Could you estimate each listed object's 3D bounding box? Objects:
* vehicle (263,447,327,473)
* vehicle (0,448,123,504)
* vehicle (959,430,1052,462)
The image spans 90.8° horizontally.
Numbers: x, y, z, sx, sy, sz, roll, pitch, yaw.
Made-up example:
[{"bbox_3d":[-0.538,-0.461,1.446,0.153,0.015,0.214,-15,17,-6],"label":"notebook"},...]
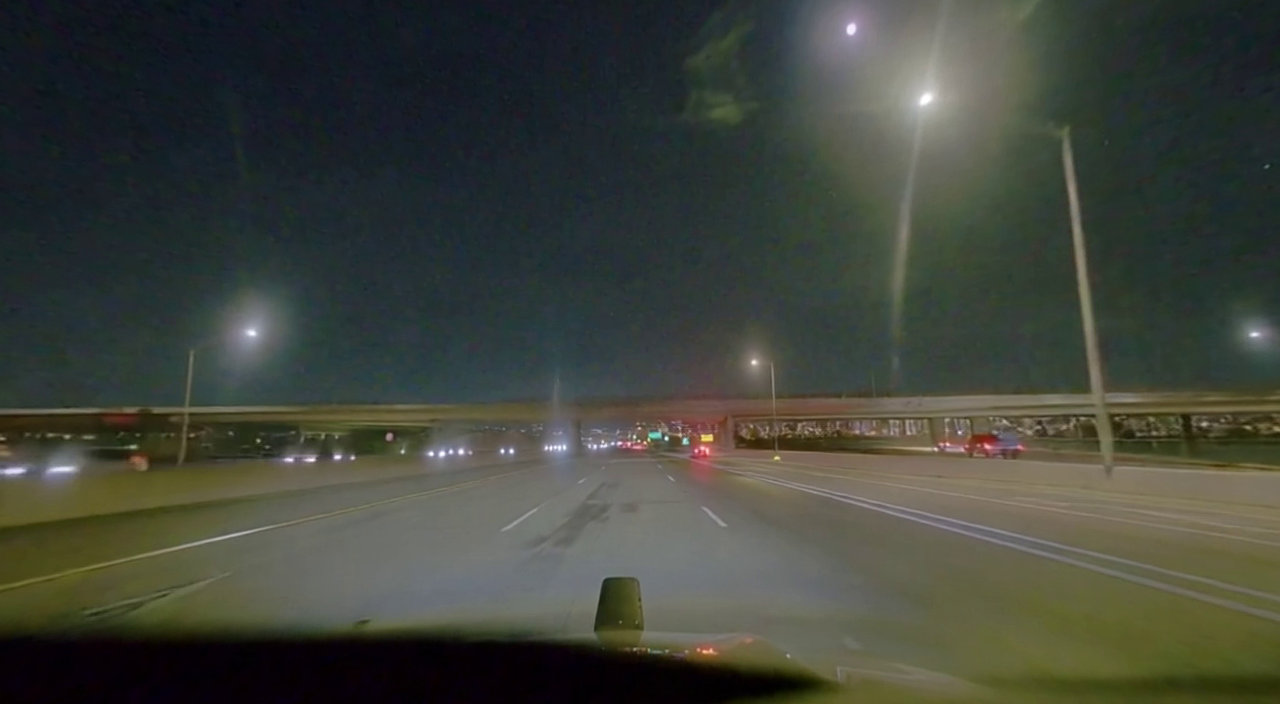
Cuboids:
[{"bbox_3d":[-22.018,6.849,40.486,1.825,1.556,4.203,0,-9,-1],"label":"vehicle"},{"bbox_3d":[-18.389,3.647,18.952,1.871,1.497,4.589,0,-9,-1],"label":"vehicle"},{"bbox_3d":[18.566,4.825,32.380,1.916,1.508,4.485,0,-9,-2],"label":"vehicle"}]
